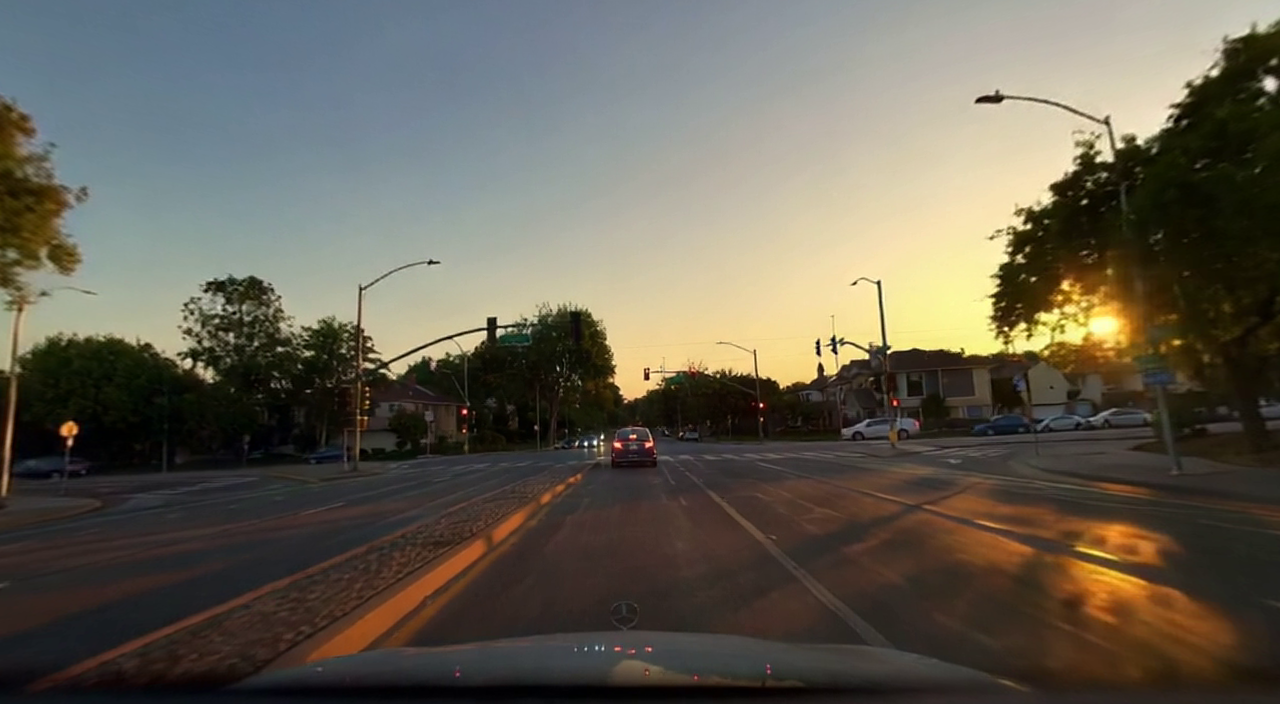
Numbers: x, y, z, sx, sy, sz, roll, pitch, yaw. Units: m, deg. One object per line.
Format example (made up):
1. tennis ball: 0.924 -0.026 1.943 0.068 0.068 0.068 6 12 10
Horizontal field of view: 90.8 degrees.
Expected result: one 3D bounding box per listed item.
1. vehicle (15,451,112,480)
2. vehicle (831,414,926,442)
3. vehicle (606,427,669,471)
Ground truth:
1. vehicle: -42.971 8.425 47.204 4.904 2.000 2.321 0 -7 -1
2. vehicle: 17.986 5.789 47.946 6.025 2.000 2.876 1 -6 -2
3. vehicle: -0.016 3.836 25.388 2.074 1.570 3.647 0 -7 7
